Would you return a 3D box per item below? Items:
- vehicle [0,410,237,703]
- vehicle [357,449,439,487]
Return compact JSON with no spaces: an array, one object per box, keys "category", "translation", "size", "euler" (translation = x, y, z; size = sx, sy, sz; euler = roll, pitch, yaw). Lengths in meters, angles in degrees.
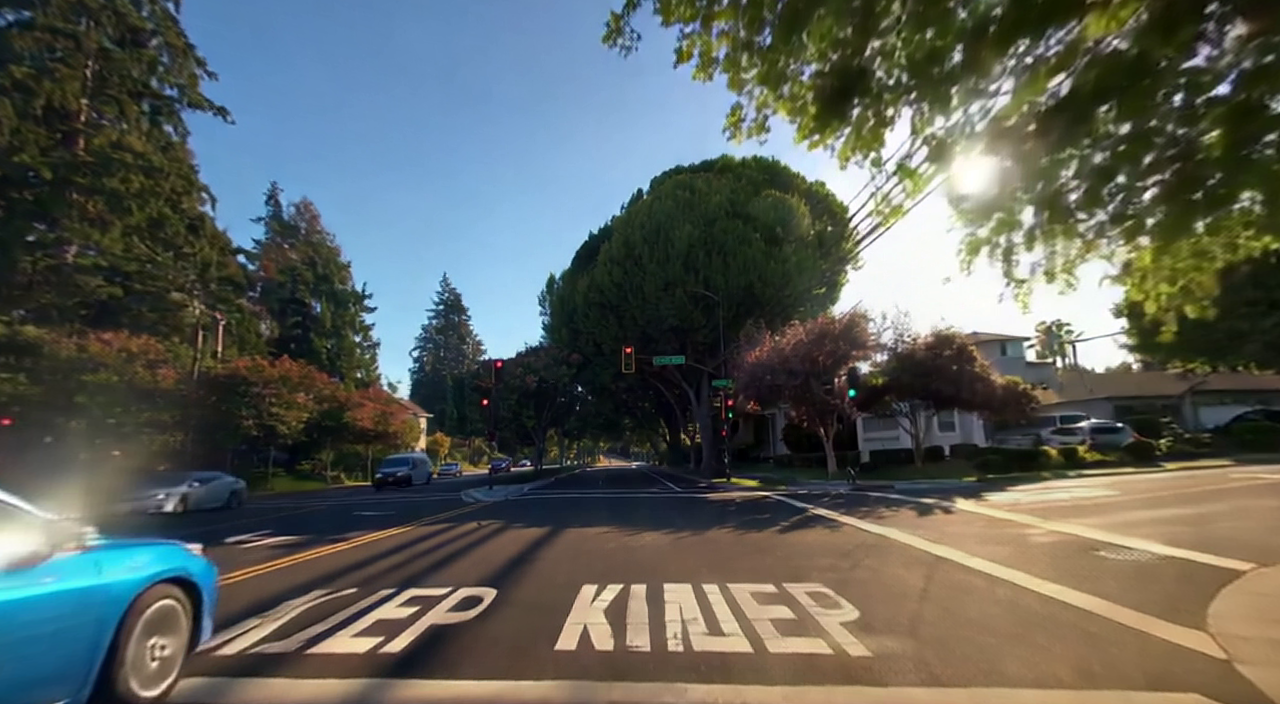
[{"category":"vehicle","translation":[-3.672,0.891,1.852],"size":[1.980,1.508,4.502],"euler":[0,-9,0]},{"category":"vehicle","translation":[-13.318,6.392,35.284],"size":[2.301,1.921,5.793],"euler":[0,-9,0]}]
